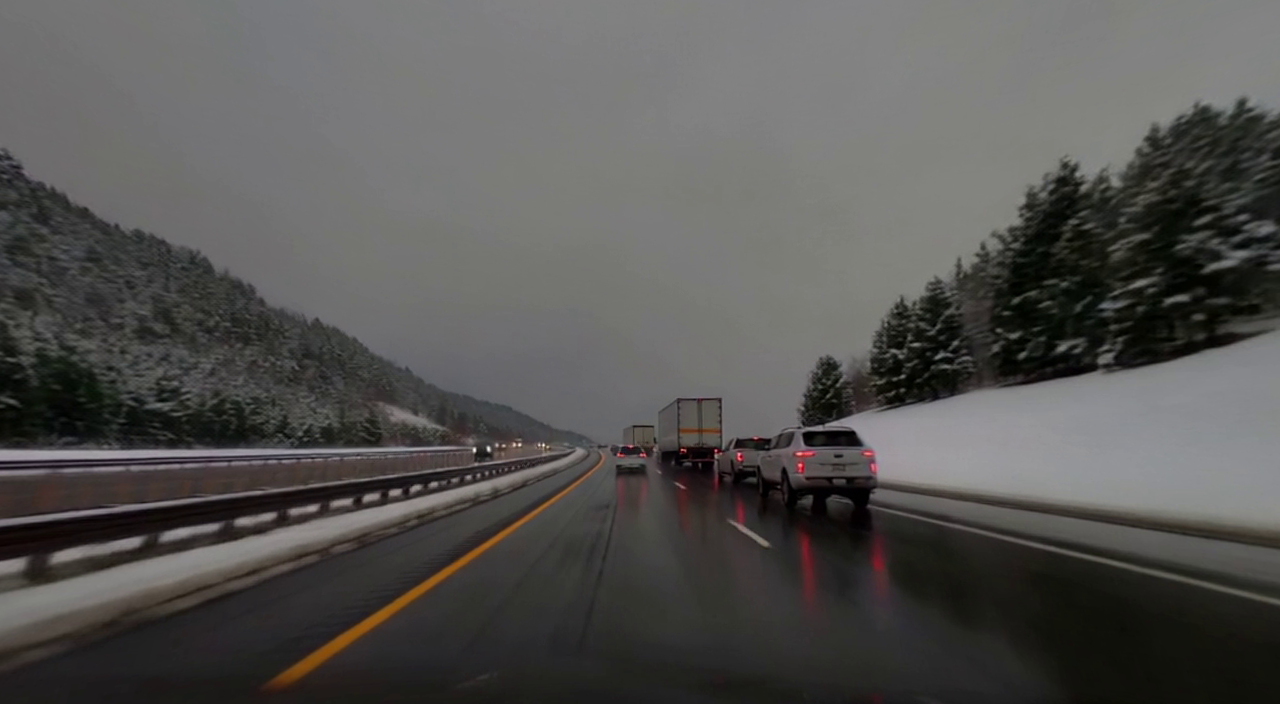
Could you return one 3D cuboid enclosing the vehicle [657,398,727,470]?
[{"bbox_3d":[3.149,5.815,43.256,2.911,4.099,14.578,0,-9,-3],"label":"vehicle"}]

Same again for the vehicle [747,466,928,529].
[{"bbox_3d":[3.958,3.059,13.883,2.129,0.956,5.390,0,-9,-2],"label":"vehicle"}]

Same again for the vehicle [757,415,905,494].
[{"bbox_3d":[4.005,2.261,14.048,1.873,1.465,4.264,0,-9,-1],"label":"vehicle"}]

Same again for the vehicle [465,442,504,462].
[{"bbox_3d":[-12.230,7.885,49.922,2.021,1.499,4.455,0,-9,-1],"label":"vehicle"}]

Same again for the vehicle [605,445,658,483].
[{"bbox_3d":[-0.351,4.581,25.991,2.029,1.437,3.794,0,-9,-1],"label":"vehicle"}]
